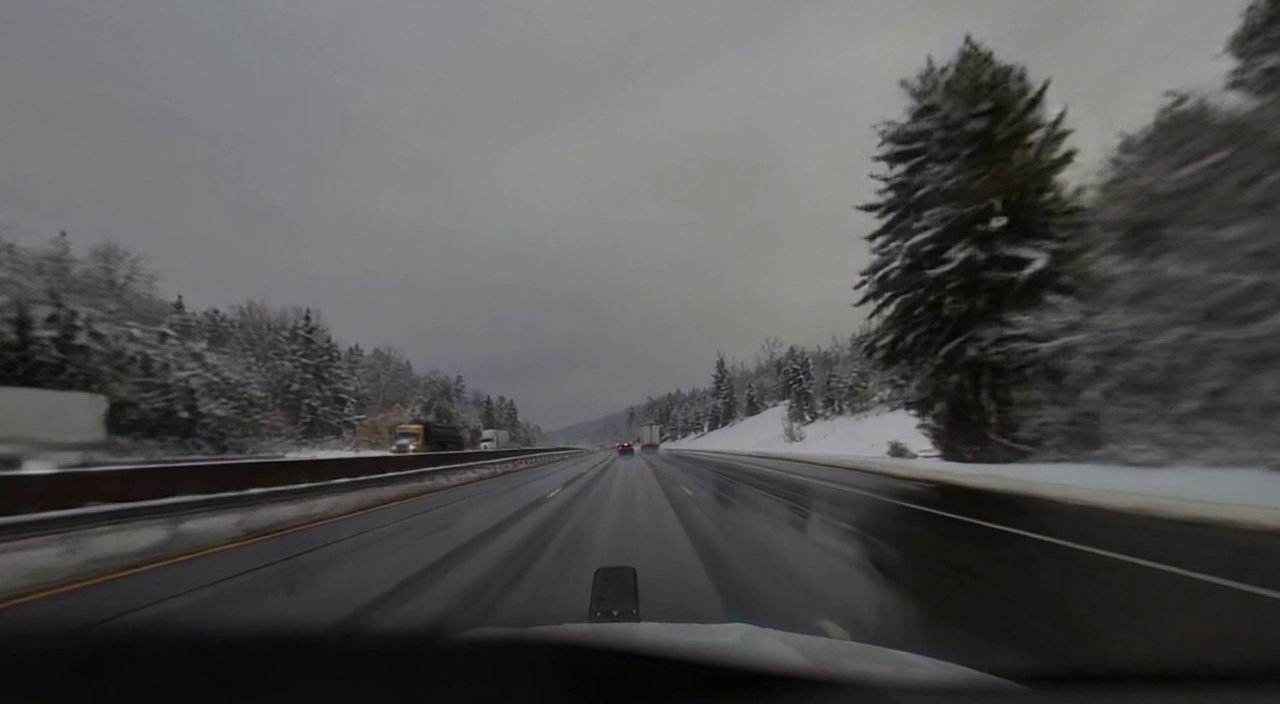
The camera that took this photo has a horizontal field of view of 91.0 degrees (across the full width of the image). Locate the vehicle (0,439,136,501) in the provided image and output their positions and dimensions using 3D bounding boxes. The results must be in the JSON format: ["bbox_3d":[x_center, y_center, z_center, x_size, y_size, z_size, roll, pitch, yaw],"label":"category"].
[{"bbox_3d":[-19.795,3.794,20.743,2.119,1.796,5.109,0,-8,-1],"label":"vehicle"}]
